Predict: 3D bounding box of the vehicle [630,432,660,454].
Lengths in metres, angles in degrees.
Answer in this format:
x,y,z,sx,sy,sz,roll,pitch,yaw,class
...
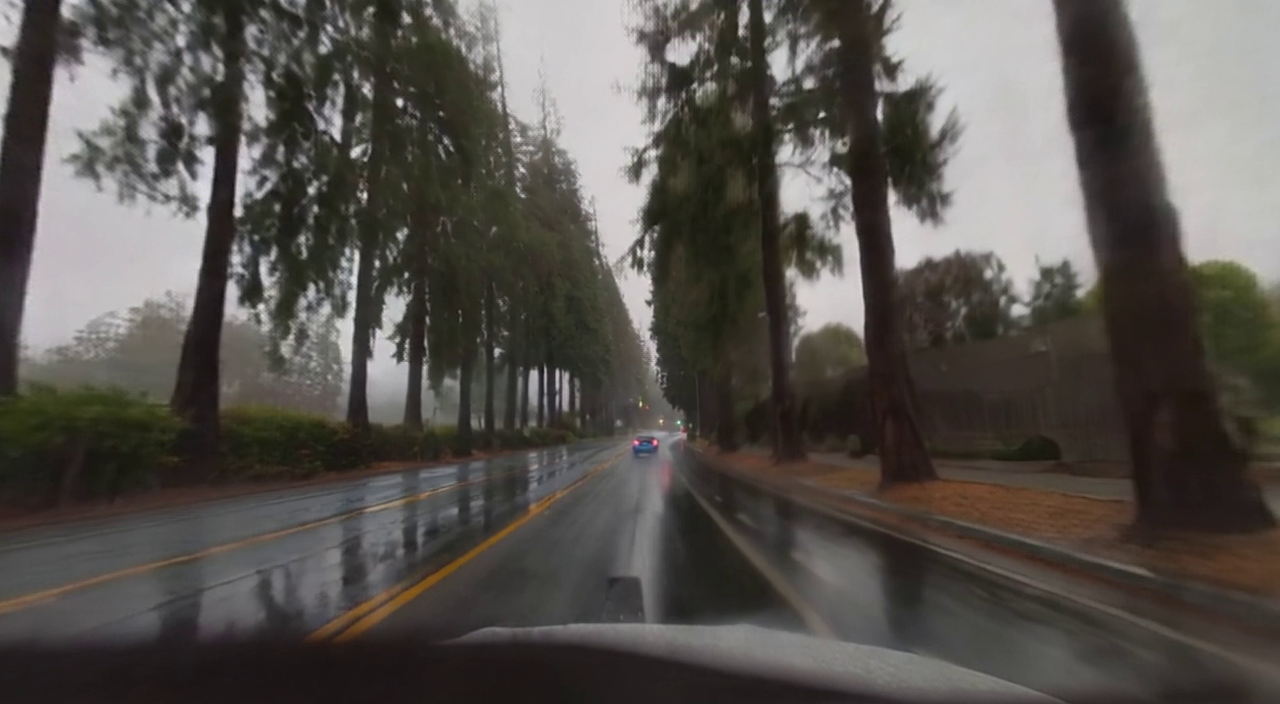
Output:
x,y,z,sx,sy,sz,roll,pitch,yaw,class
0.360,6.497,45.001,2.067,1.486,3.861,0,-9,1,vehicle
